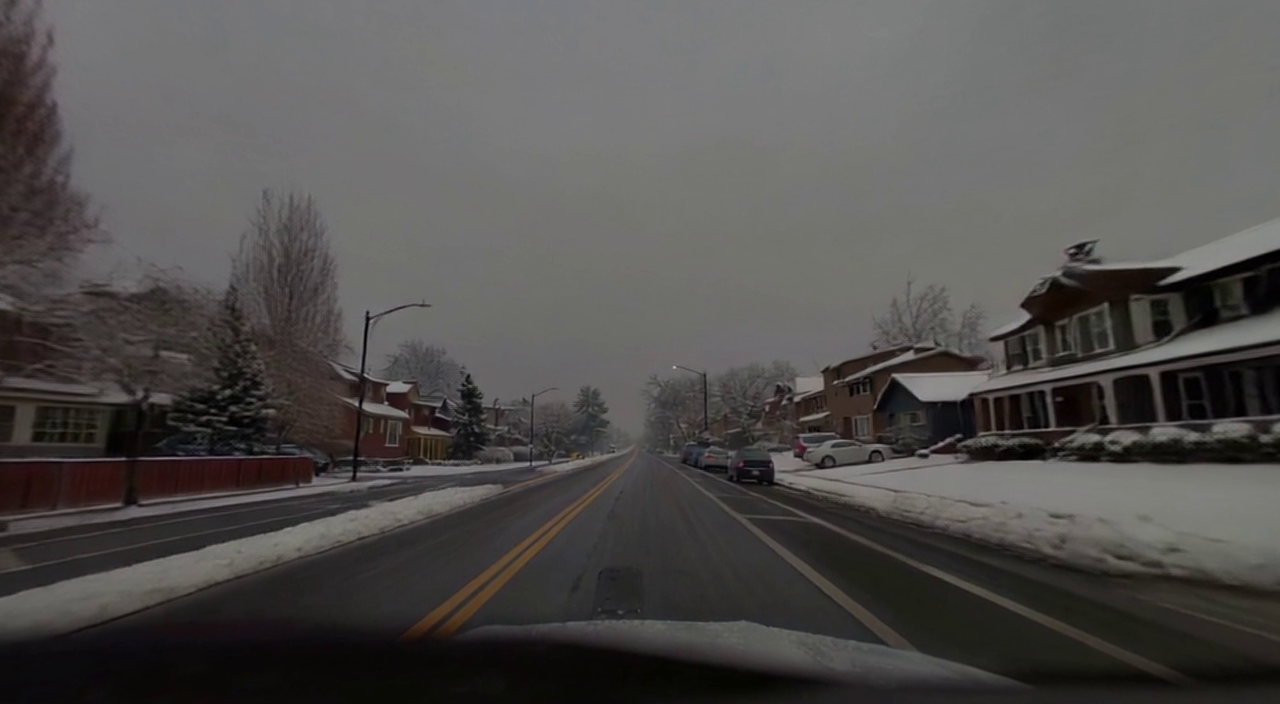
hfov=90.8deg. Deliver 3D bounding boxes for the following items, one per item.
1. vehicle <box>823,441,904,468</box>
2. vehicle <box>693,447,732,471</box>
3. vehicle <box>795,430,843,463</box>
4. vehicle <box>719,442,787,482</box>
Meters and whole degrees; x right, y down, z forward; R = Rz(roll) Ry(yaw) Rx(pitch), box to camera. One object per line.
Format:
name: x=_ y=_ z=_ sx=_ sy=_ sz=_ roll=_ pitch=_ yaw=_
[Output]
vehicle: x=13.207 y=6.067 z=37.520 sx=4.132 sy=1.535 sz=1.923 roll=0 pitch=-7 yaw=2
vehicle: x=4.883 y=7.266 z=43.314 sx=1.938 sy=1.464 sz=4.390 roll=-1 pitch=-8 yaw=-3
vehicle: x=12.699 y=6.644 z=44.561 sx=2.330 sy=2.123 sz=6.314 roll=-3 pitch=-9 yaw=23
vehicle: x=4.817 y=4.781 z=27.596 sx=1.971 sy=1.558 sz=4.895 roll=0 pitch=-9 yaw=-1
